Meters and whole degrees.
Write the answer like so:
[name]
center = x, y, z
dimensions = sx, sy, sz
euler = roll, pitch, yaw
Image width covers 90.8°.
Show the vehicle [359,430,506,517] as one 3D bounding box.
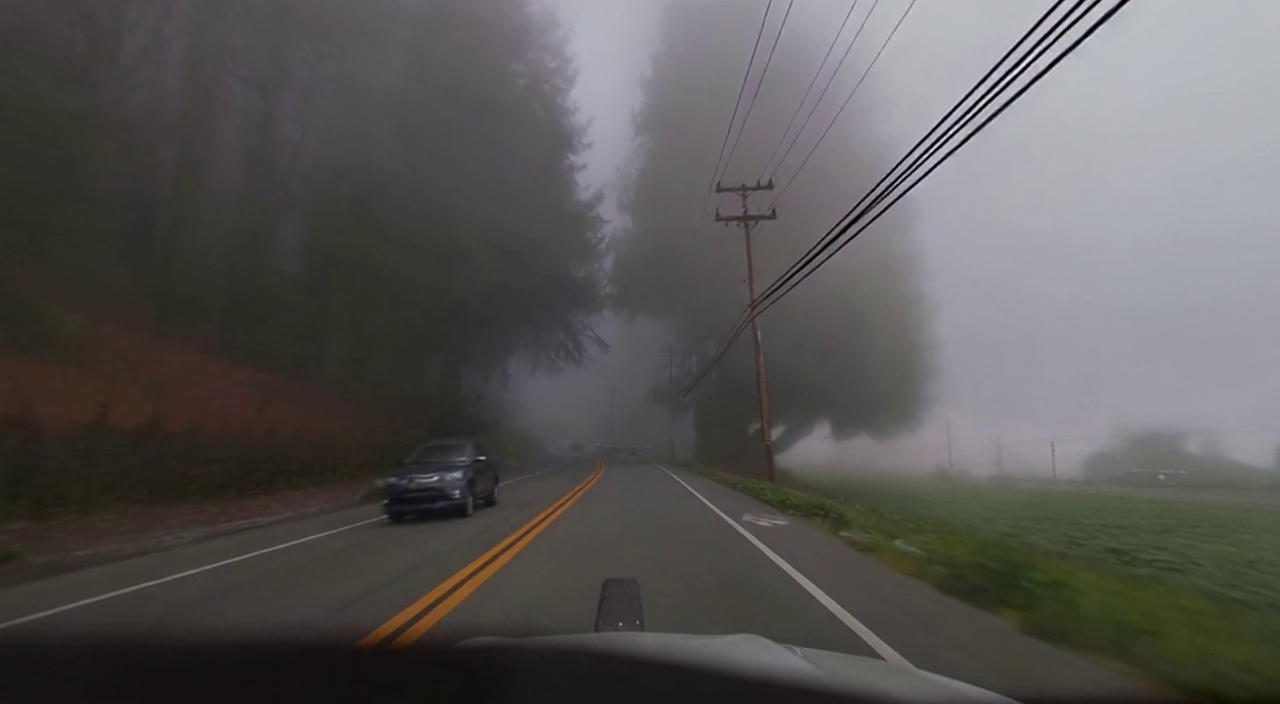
[vehicle]
center = -4.621, 2.756, 14.880
dimensions = 2.114, 1.712, 4.340
euler = 0, -8, -2
